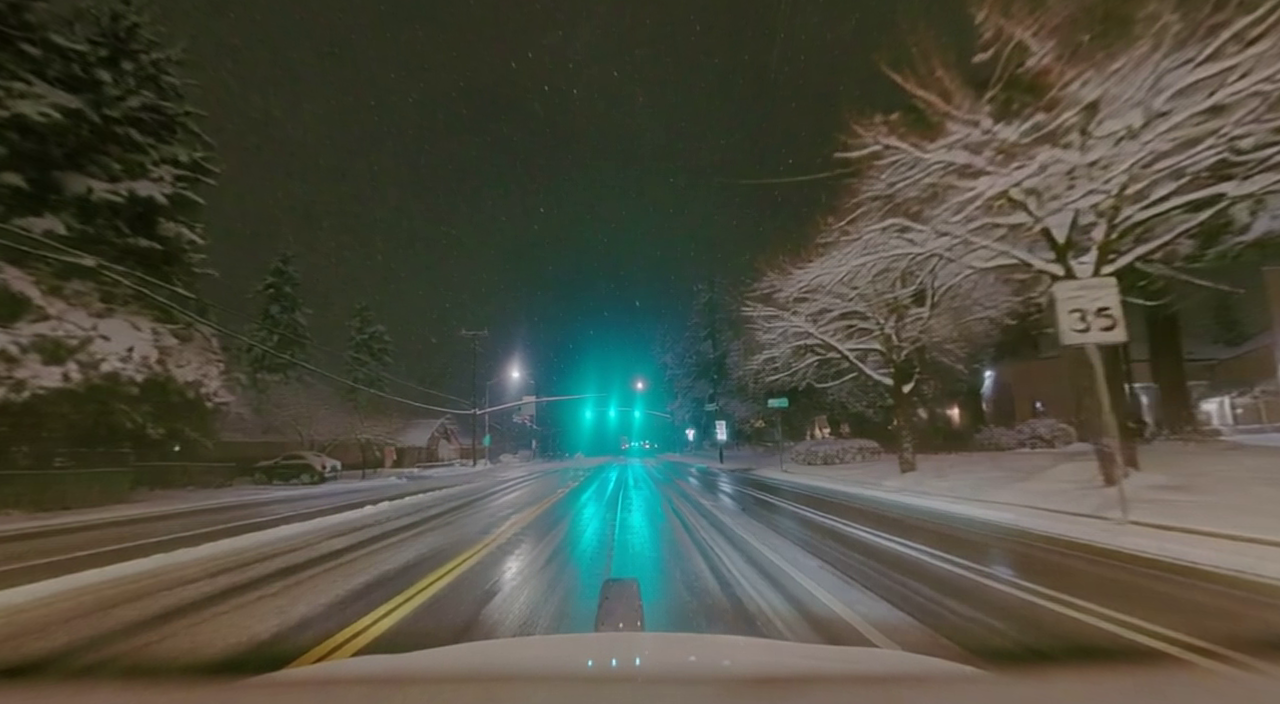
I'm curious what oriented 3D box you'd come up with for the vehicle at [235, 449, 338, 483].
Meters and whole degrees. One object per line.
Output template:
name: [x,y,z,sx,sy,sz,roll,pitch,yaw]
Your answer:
vehicle: [-20.911,6.758,37.562,4.849,1.899,2.063,1,-9,-5]
